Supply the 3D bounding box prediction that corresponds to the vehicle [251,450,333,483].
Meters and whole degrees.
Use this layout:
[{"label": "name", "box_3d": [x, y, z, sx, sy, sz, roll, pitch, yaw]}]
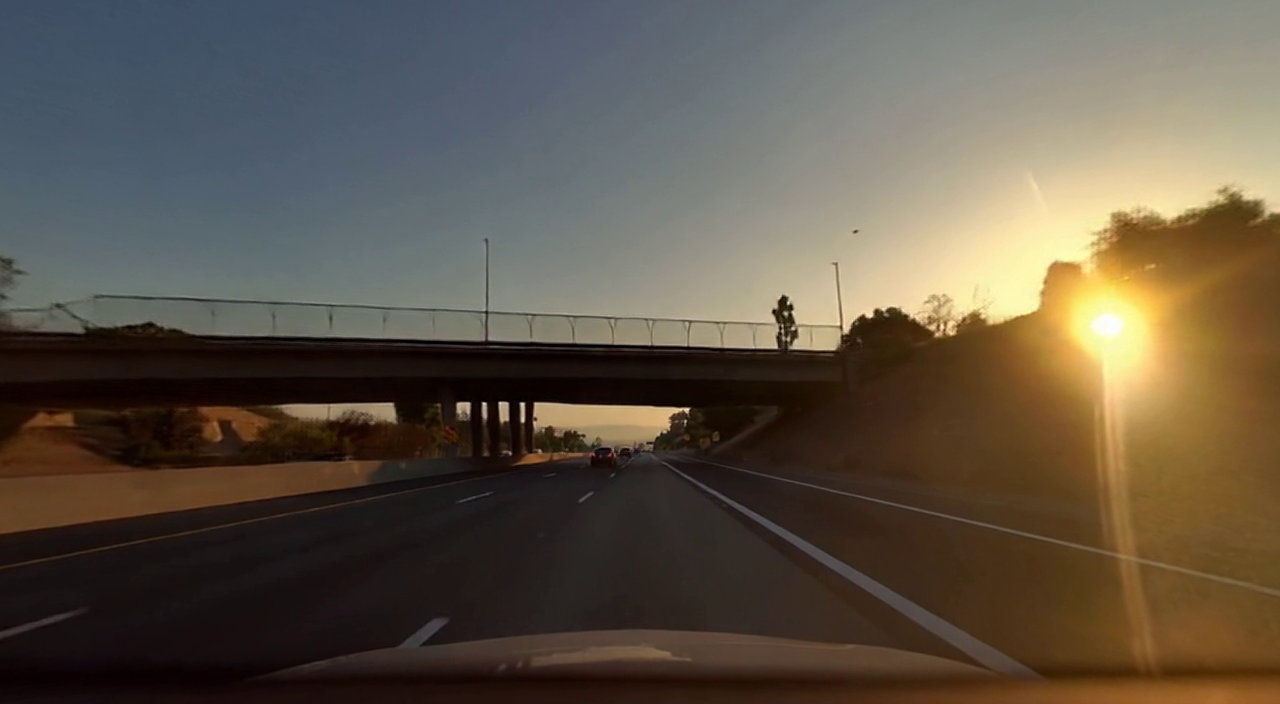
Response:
[{"label": "vehicle", "box_3d": [-20.485, 6.732, 37.400, 2.166, 1.740, 4.691, 0, -8, 0]}]
